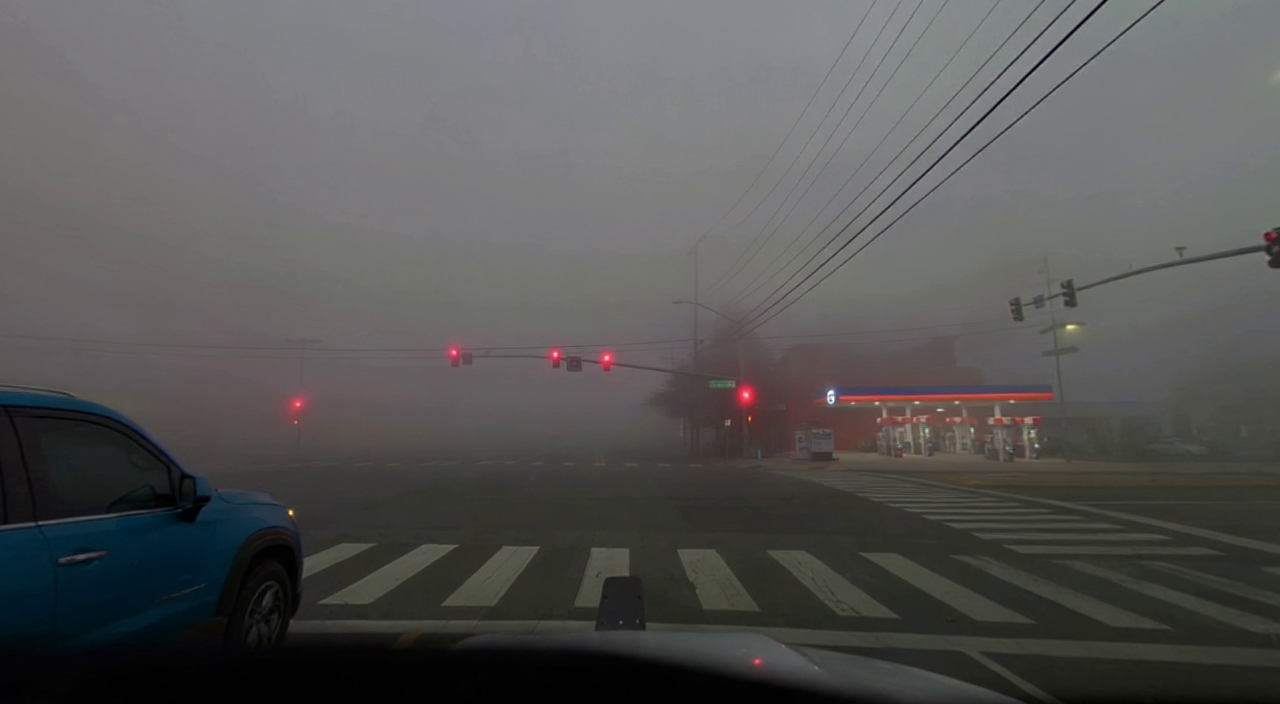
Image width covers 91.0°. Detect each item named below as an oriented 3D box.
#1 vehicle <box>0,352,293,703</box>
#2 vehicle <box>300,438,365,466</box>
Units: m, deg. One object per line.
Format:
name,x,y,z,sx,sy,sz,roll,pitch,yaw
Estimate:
vehicle,-3.422,0.805,2.035,2.053,1.690,4.364,0,-9,1
vehicle,-20.473,6.675,42.137,2.004,1.699,4.486,0,-9,1
